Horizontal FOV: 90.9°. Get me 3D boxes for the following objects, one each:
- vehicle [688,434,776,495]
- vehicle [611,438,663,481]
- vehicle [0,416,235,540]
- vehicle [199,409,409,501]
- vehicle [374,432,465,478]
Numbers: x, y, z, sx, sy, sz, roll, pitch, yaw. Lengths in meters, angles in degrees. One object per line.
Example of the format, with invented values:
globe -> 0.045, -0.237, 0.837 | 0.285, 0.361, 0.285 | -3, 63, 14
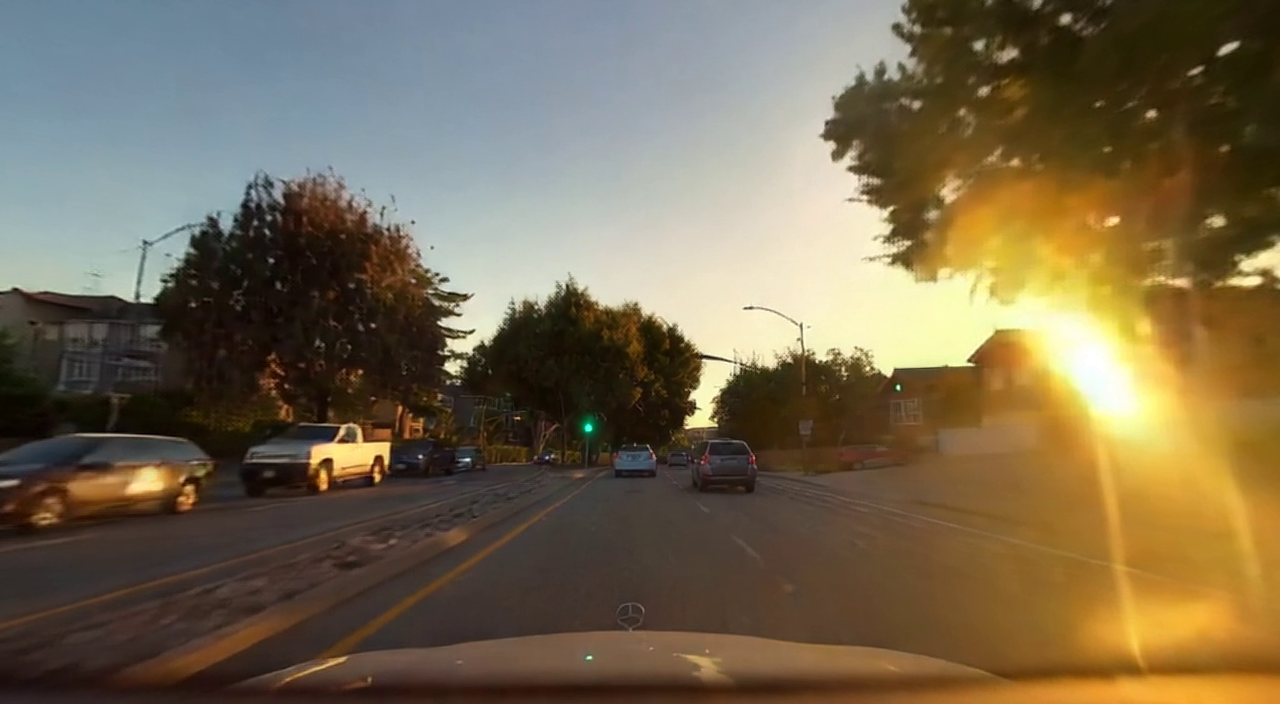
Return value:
vehicle -> 2.914, 3.673, 20.970 | 2.166, 1.799, 4.372 | 0, -9, -1
vehicle -> -0.156, 4.876, 28.857 | 2.185, 1.822, 4.391 | 0, -9, -1
vehicle -> -9.339, 2.041, 10.761 | 1.988, 1.663, 4.316 | 0, -9, -1
vehicle -> -9.094, 2.913, 18.188 | 2.037, 2.113, 7.185 | 0, -9, 1
vehicle -> -9.155, 4.343, 26.753 | 1.893, 1.735, 5.318 | 0, -9, 0
